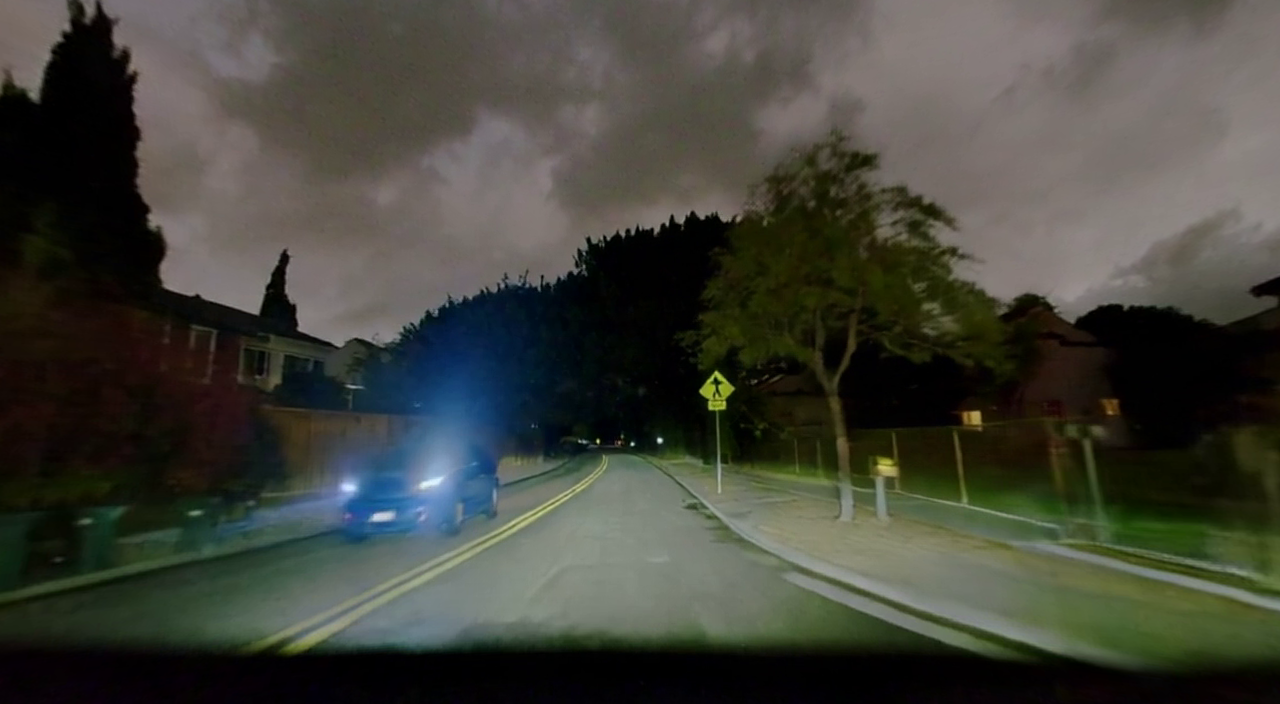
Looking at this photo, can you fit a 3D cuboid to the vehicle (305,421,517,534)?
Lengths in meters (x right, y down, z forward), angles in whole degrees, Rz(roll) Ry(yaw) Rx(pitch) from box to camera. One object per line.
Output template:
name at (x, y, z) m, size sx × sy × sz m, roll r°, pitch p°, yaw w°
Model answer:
vehicle at (-3.831, 2.203, 11.566) m, size 2.036 × 1.657 × 4.391 m, roll -1°, pitch -9°, yaw 3°
